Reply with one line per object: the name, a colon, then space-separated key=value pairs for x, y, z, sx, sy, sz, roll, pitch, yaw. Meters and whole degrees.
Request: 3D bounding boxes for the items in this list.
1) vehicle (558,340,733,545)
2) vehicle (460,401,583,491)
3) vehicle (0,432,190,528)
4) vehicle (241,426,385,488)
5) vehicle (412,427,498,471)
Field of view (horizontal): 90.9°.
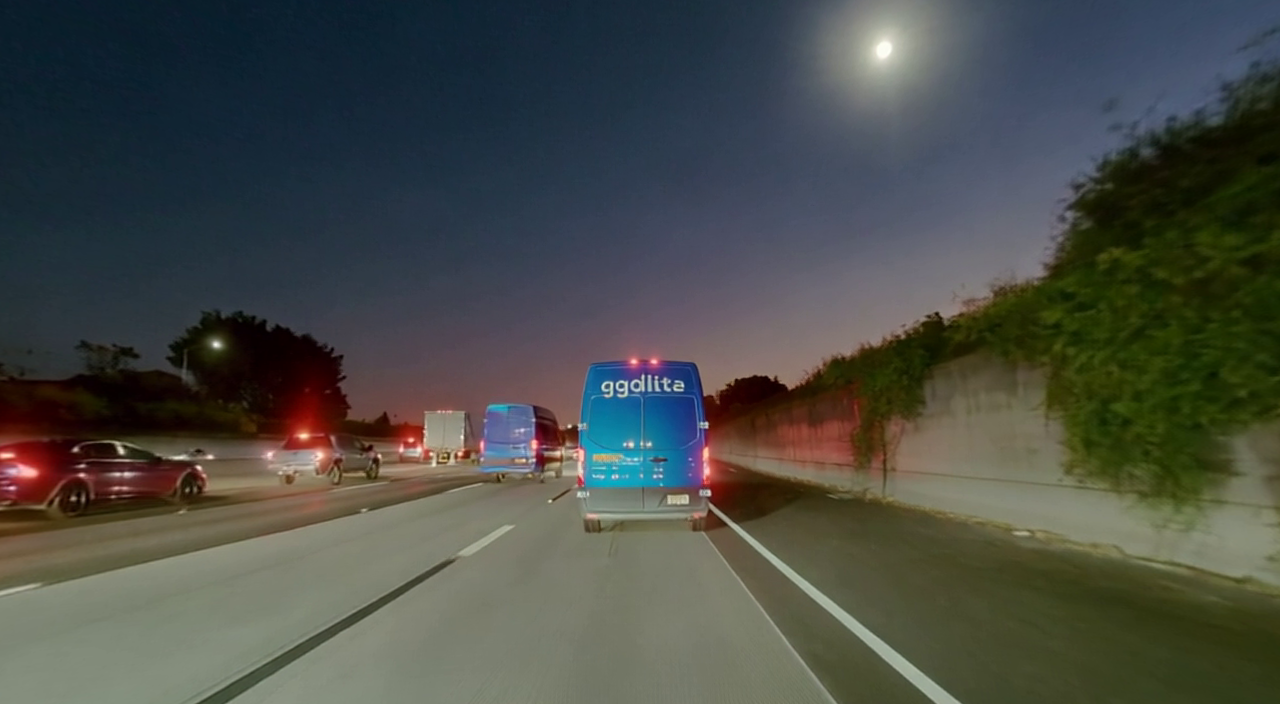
vehicle: x=0.150 y=1.665 z=11.686 sx=2.316 sy=2.738 sz=6.398 roll=0 pitch=-8 yaw=1
vehicle: x=-3.448 y=2.935 z=19.785 sx=2.729 sy=2.439 sz=5.418 roll=0 pitch=-8 yaw=0
vehicle: x=-11.112 y=2.322 z=11.885 sx=1.839 sy=1.524 sz=4.449 roll=0 pitch=-8 yaw=2
vehicle: x=-10.823 y=3.522 z=21.415 sx=2.061 sy=1.846 sz=4.852 roll=-1 pitch=-8 yaw=3
vehicle: x=-9.836 y=5.231 z=34.269 sx=2.566 sy=2.158 sz=5.957 roll=-1 pitch=-8 yaw=3
